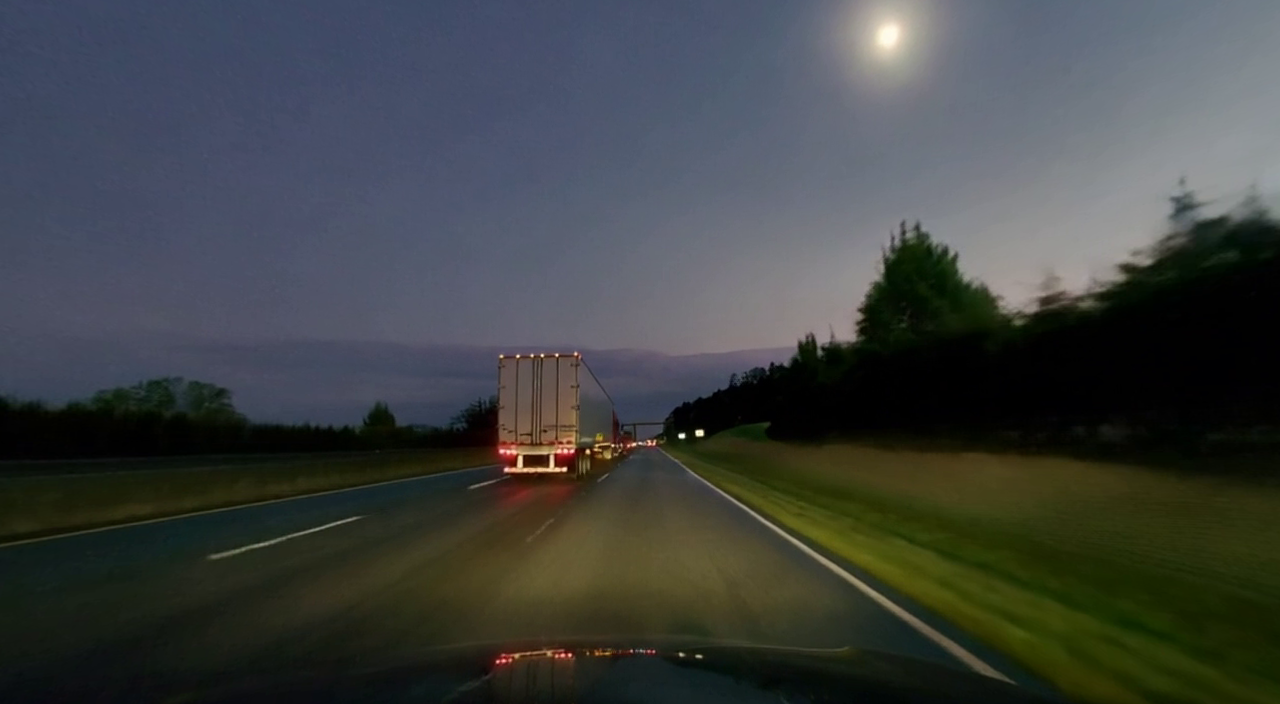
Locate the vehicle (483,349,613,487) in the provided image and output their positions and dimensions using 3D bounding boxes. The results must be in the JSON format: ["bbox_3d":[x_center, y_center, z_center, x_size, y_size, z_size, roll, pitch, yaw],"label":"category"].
[{"bbox_3d":[-3.017,2.942,25.675,2.947,4.051,14.256,0,-8,1],"label":"vehicle"}]
